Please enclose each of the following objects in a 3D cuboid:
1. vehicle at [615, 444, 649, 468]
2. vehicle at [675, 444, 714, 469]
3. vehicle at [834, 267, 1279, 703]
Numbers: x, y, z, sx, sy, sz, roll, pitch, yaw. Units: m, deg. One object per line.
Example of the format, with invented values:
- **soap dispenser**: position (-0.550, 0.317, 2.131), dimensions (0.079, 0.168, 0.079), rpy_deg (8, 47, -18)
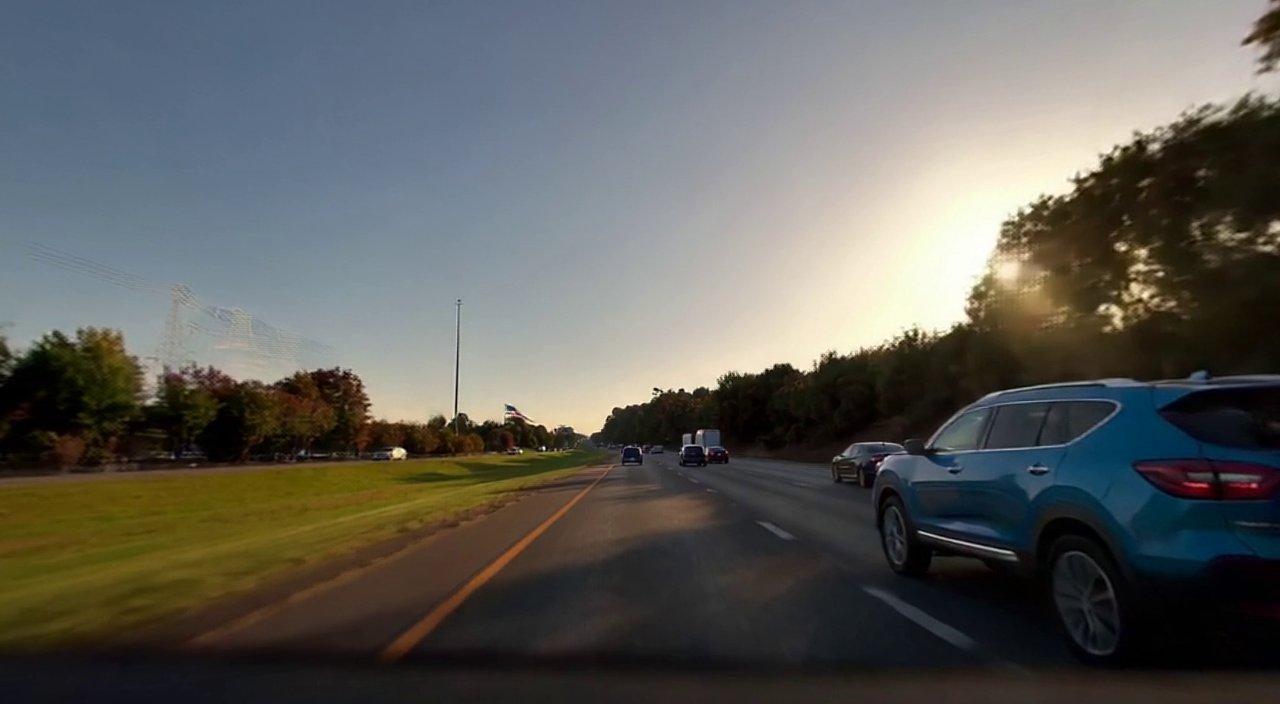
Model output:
- **vehicle**: position (-0.524, 6.796, 41.419), dimensions (2.085, 1.449, 3.860), rpy_deg (0, -8, -1)
- **vehicle**: position (3.370, 6.567, 39.927), dimensions (1.978, 1.488, 4.252), rpy_deg (0, -8, -2)
- **vehicle**: position (3.762, 1.034, 4.987), dimensions (2.461, 2.013, 6.075), rpy_deg (0, -8, -1)
